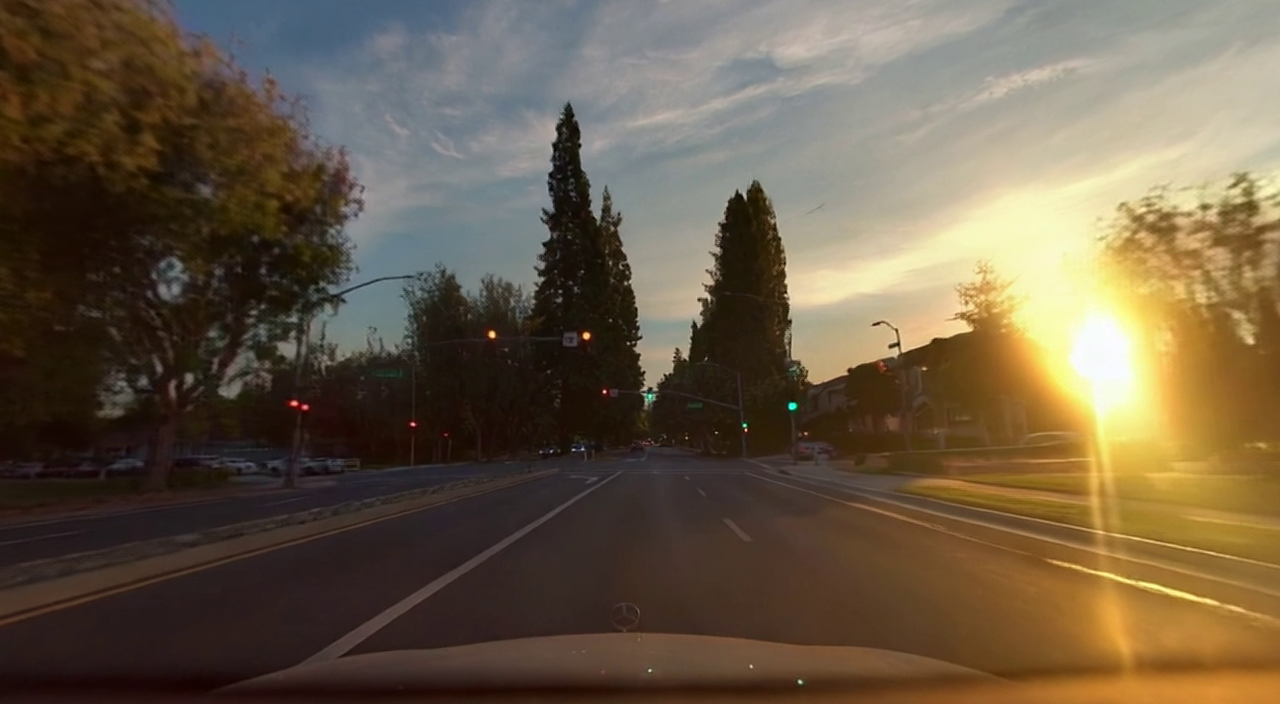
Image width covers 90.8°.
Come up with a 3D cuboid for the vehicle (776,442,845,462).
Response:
[{"bbox_3d":[12.977,7.641,48.267,4.611,1.505,2.029,0,-9,0],"label":"vehicle"}]

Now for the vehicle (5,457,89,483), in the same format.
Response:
[{"bbox_3d":[-43.415,8.638,46.271,4.752,1.752,1.908,-2,-8,11],"label":"vehicle"}]

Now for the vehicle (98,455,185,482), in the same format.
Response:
[{"bbox_3d":[-34.673,8.064,43.996,4.516,1.756,2.201,-2,-9,9],"label":"vehicle"}]

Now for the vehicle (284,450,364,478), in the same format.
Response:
[{"bbox_3d":[-21.502,7.620,43.088,4.445,1.805,1.944,-2,-8,4],"label":"vehicle"}]

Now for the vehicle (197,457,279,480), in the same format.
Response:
[{"bbox_3d":[-27.874,8.072,43.884,4.505,1.460,1.929,-1,-9,7],"label":"vehicle"}]
